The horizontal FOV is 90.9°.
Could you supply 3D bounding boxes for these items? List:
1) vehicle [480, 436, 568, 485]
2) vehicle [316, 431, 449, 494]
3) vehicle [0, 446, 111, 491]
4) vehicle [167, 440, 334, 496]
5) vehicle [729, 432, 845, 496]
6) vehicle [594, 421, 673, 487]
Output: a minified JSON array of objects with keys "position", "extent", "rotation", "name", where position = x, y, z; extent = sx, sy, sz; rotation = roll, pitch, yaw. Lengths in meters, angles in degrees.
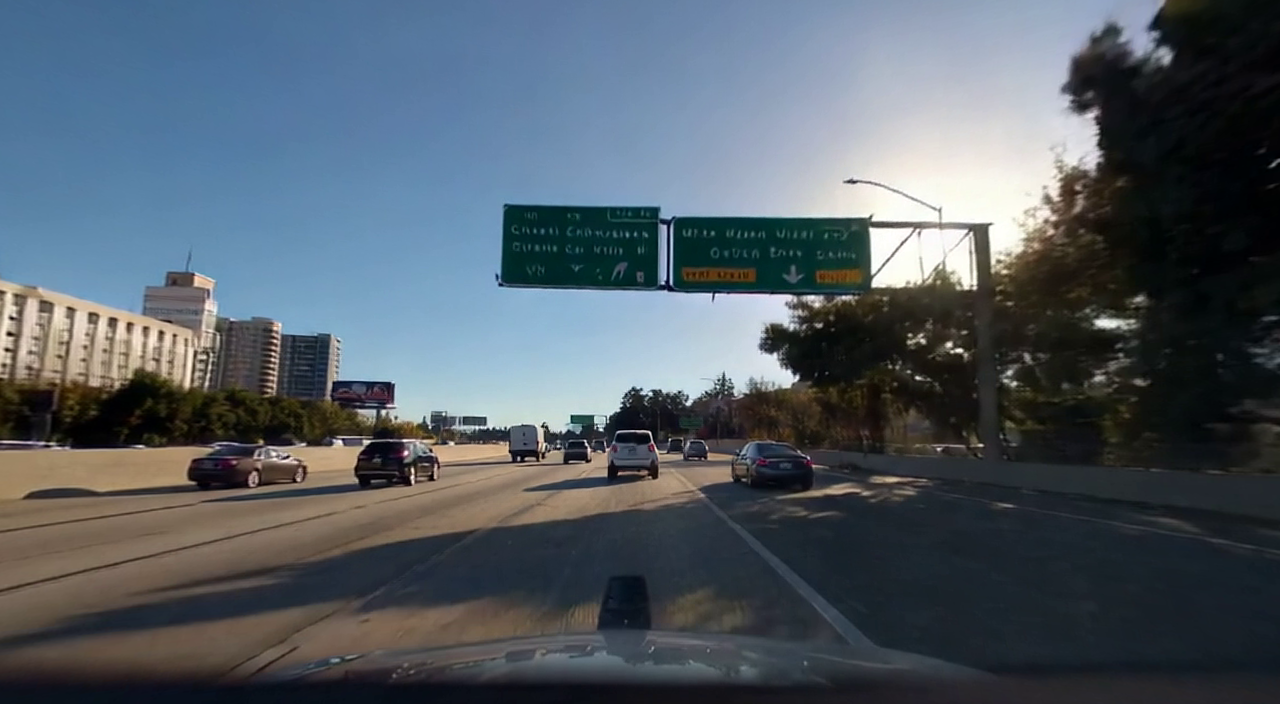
[{"position":[-3.859,3.680,21.811],"extent":[2.079,1.499,4.512],"rotation":[0,-8,1],"name":"vehicle"},{"position":[-7.426,3.227,18.747],"extent":[2.021,1.632,4.417],"rotation":[0,-8,1],"name":"vehicle"},{"position":[-21.916,4.133,22.669],"extent":[1.867,1.443,4.468],"rotation":[0,-8,0],"name":"vehicle"},{"position":[-11.237,3.356,18.692],"extent":[1.970,1.441,4.555],"rotation":[0,-8,1],"name":"vehicle"},{"position":[3.747,2.943,17.001],"extent":[1.942,1.487,4.518],"rotation":[0,-8,-1],"name":"vehicle"},{"position":[-0.204,3.222,20.220],"extent":[2.209,1.863,4.626],"rotation":[0,-8,0],"name":"vehicle"}]
